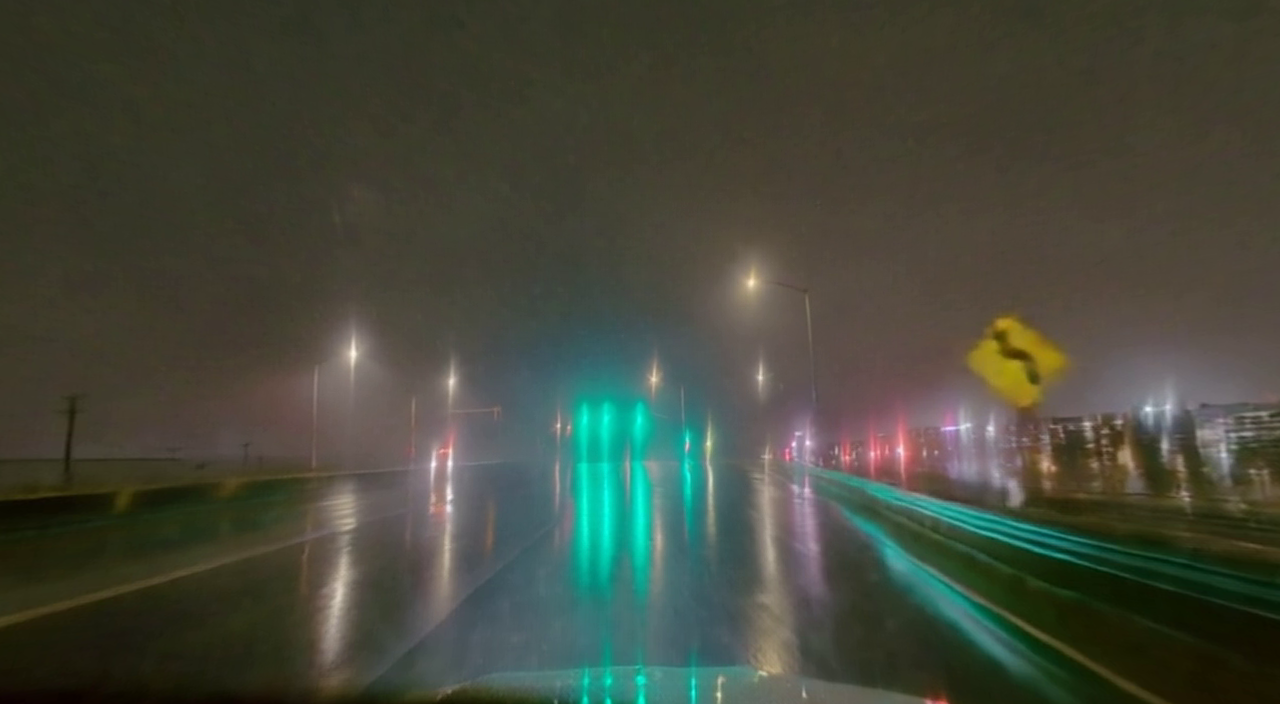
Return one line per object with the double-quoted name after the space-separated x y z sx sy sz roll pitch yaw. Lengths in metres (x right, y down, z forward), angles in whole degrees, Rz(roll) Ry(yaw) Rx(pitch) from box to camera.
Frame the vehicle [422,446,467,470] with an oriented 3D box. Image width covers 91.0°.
-14.631 7.927 47.332 2.020 1.719 4.366 0 -8 -1 "vehicle"
